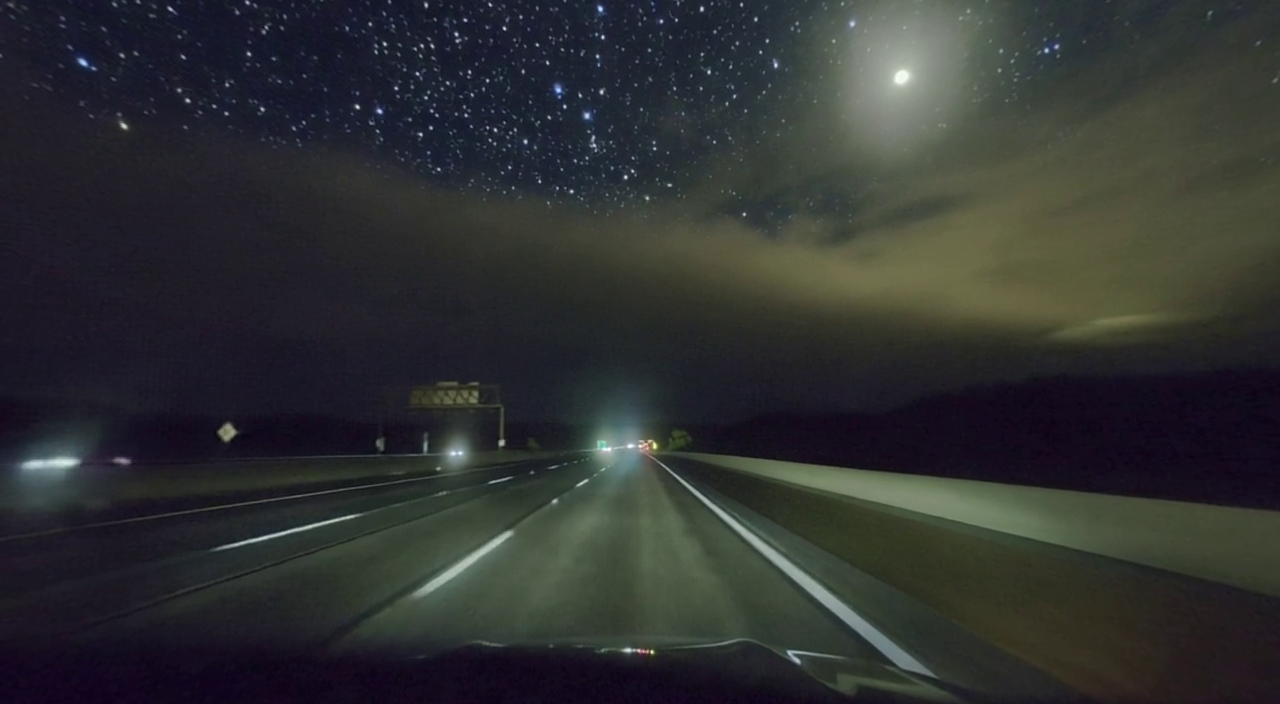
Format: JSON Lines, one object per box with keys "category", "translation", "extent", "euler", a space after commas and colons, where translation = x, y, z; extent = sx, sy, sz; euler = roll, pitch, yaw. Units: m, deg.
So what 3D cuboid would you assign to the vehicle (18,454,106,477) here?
{"category": "vehicle", "translation": [-39.849, 7.811, 43.535], "extent": [1.882, 1.462, 4.335], "euler": [0, -9, 1]}
